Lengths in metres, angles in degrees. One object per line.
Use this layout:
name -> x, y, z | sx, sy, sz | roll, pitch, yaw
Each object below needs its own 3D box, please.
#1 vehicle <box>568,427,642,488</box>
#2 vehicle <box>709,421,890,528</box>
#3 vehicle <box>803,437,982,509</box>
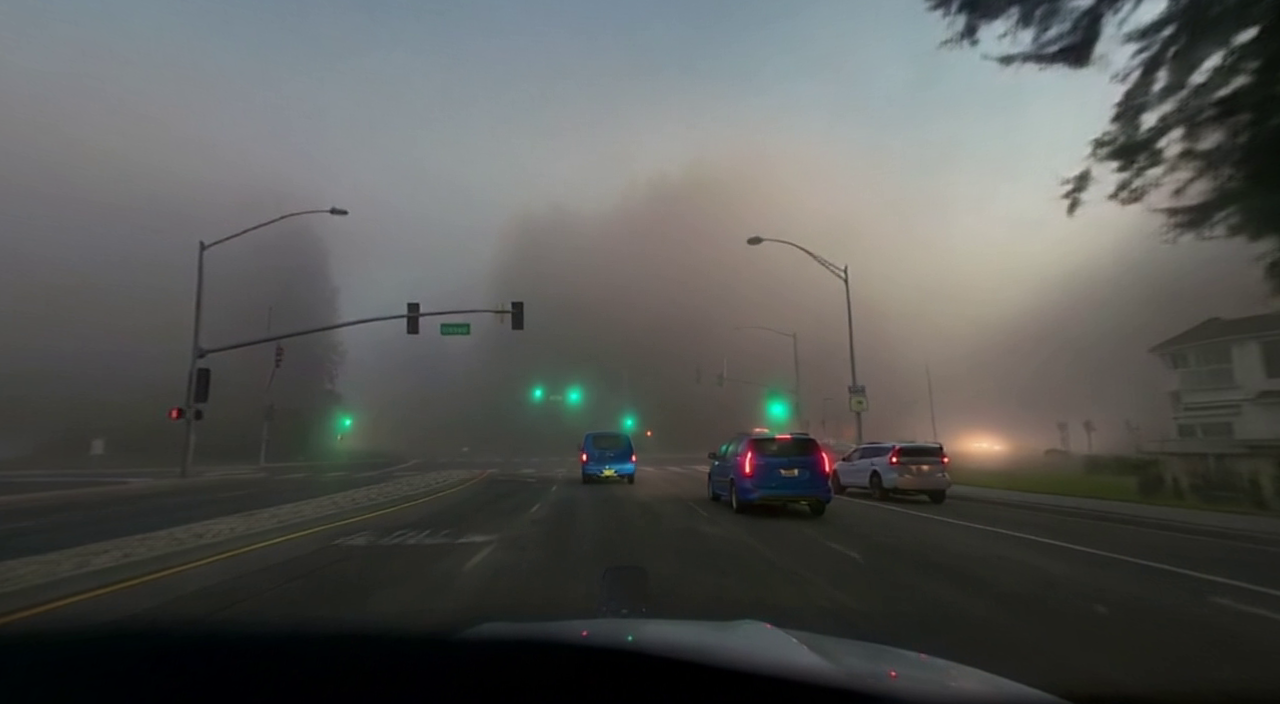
vehicle -> -1.296, 3.506, 21.235 | 2.185, 1.822, 4.583 | 1, -9, -7
vehicle -> 2.832, 2.307, 12.480 | 2.024, 1.686, 4.588 | 1, -9, -5
vehicle -> 5.874, 2.871, 15.511 | 2.124, 1.474, 4.880 | 0, -9, -4
